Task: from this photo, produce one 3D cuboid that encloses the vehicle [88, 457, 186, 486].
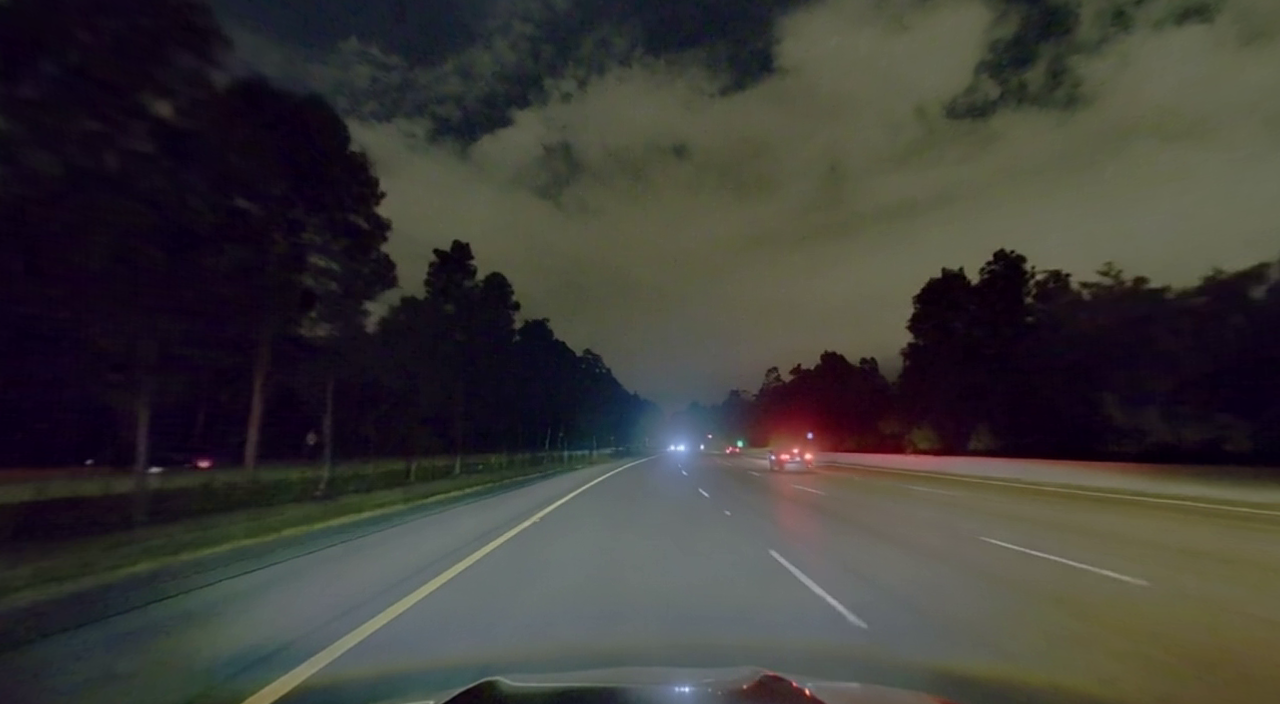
[{"bbox_3d":[-28.212,6.682,35.591,1.725,1.445,4.637,-1,-9,1],"label":"vehicle"}]
